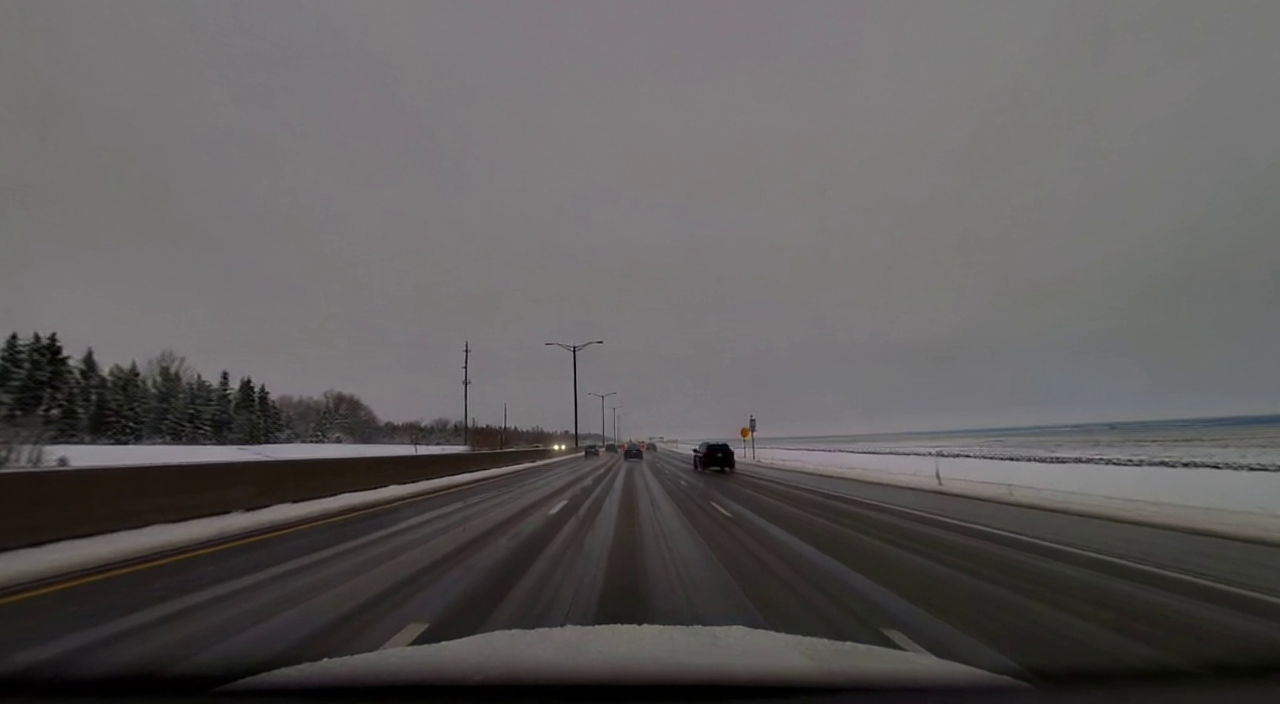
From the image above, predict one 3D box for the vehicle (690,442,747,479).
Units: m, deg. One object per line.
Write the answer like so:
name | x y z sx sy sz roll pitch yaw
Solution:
vehicle | 3.423 4.807 28.323 1.890 1.490 4.373 0 -8 -1
